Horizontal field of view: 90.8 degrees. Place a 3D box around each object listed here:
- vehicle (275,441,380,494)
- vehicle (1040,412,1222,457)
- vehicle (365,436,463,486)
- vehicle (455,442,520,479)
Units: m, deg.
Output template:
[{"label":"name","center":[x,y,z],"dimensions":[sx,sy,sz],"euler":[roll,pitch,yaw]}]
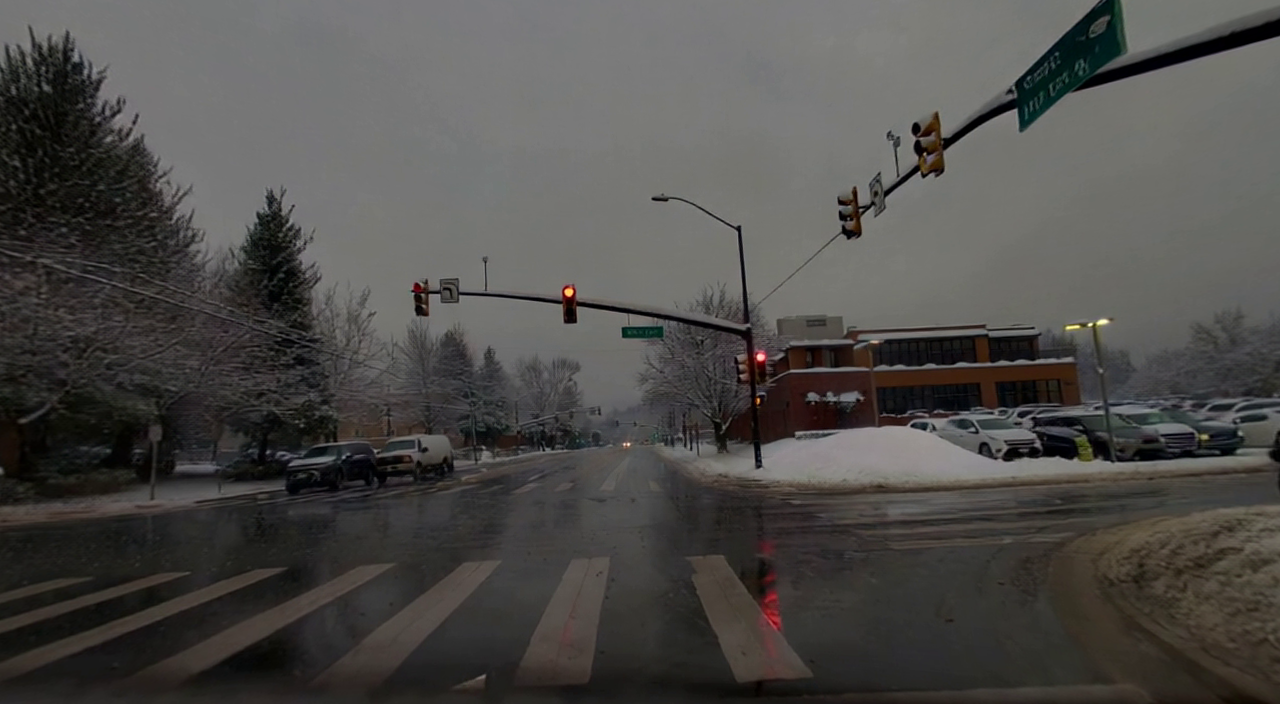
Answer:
[{"label":"vehicle","center":[-13.725,5.061,28.148],"dimensions":[2.251,1.957,4.968],"euler":[-4,-9,-1]},{"label":"vehicle","center":[16.925,2.906,22.097],"dimensions":[4.560,1.453,1.851],"euler":[-3,-9,18]},{"label":"vehicle","center":[-10.168,4.954,29.056],"dimensions":[2.475,1.940,5.702],"euler":[-3,-9,0]},{"label":"vehicle","center":[-6.979,4.993,29.320],"dimensions":[2.024,1.470,4.153],"euler":[-3,-9,-1]}]
